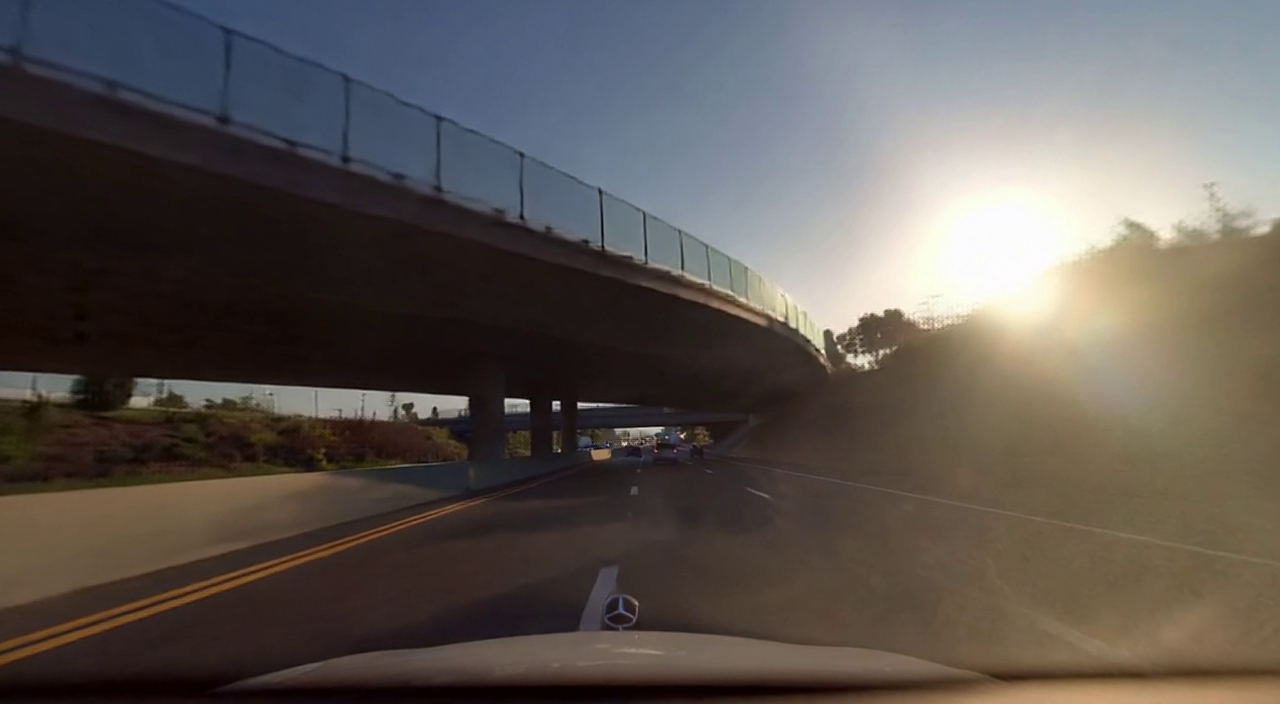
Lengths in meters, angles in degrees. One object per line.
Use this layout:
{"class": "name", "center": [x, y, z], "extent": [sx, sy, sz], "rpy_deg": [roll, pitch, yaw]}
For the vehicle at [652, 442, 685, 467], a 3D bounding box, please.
{"class": "vehicle", "center": [1.873, 6.915, 42.416], "extent": [1.970, 1.560, 4.182], "rpy_deg": [0, -9, 0]}
